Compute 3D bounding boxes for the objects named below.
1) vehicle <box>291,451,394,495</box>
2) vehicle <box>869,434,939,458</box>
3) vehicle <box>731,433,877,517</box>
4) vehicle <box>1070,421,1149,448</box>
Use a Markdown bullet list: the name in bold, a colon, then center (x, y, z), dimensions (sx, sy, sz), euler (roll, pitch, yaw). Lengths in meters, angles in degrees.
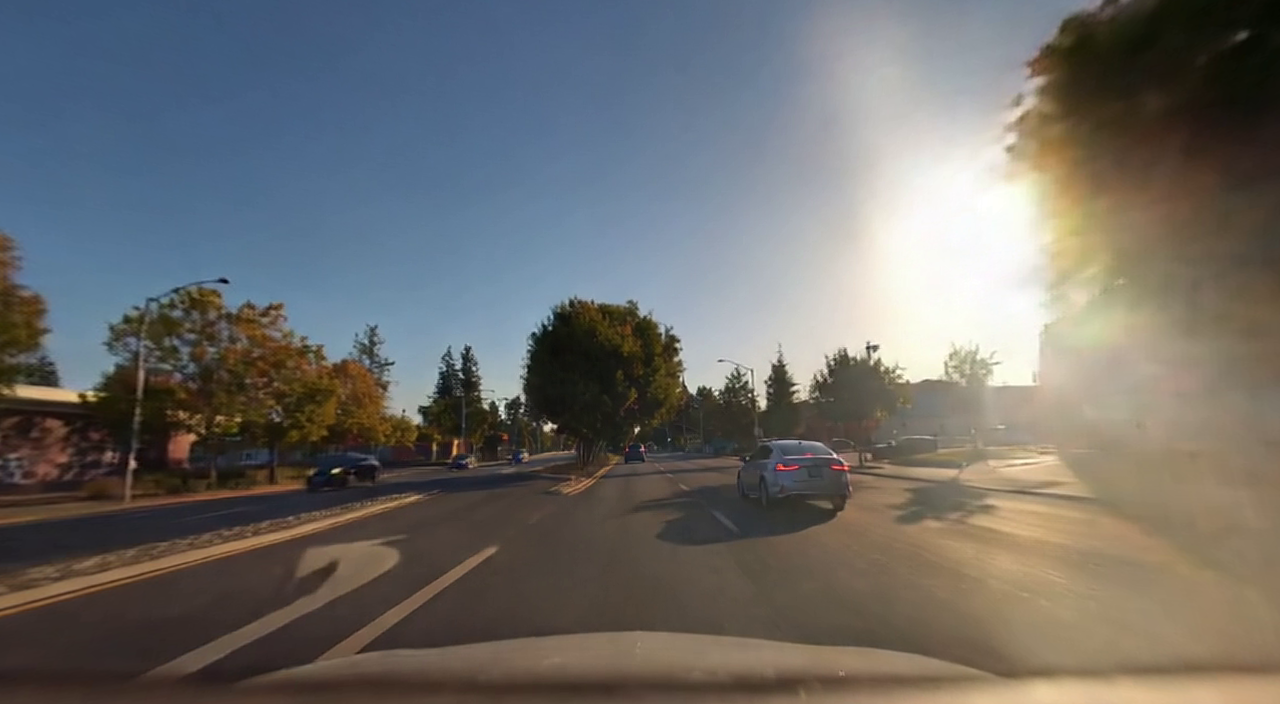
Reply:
- **vehicle**: center (-12.470, 5.066, 26.883), dimensions (2.044, 1.631, 4.777), euler (0, -9, 0)
- **vehicle**: center (19.969, 7.142, 47.881), dimensions (4.376, 1.735, 1.854), euler (0, -9, -2)
- **vehicle**: center (3.520, 2.737, 14.631), dimensions (1.995, 1.616, 4.729), euler (0, -9, -1)
- **vehicle**: center (35.612, 6.313, 48.017), dimensions (4.356, 1.913, 2.003), euler (-1, -8, -2)
